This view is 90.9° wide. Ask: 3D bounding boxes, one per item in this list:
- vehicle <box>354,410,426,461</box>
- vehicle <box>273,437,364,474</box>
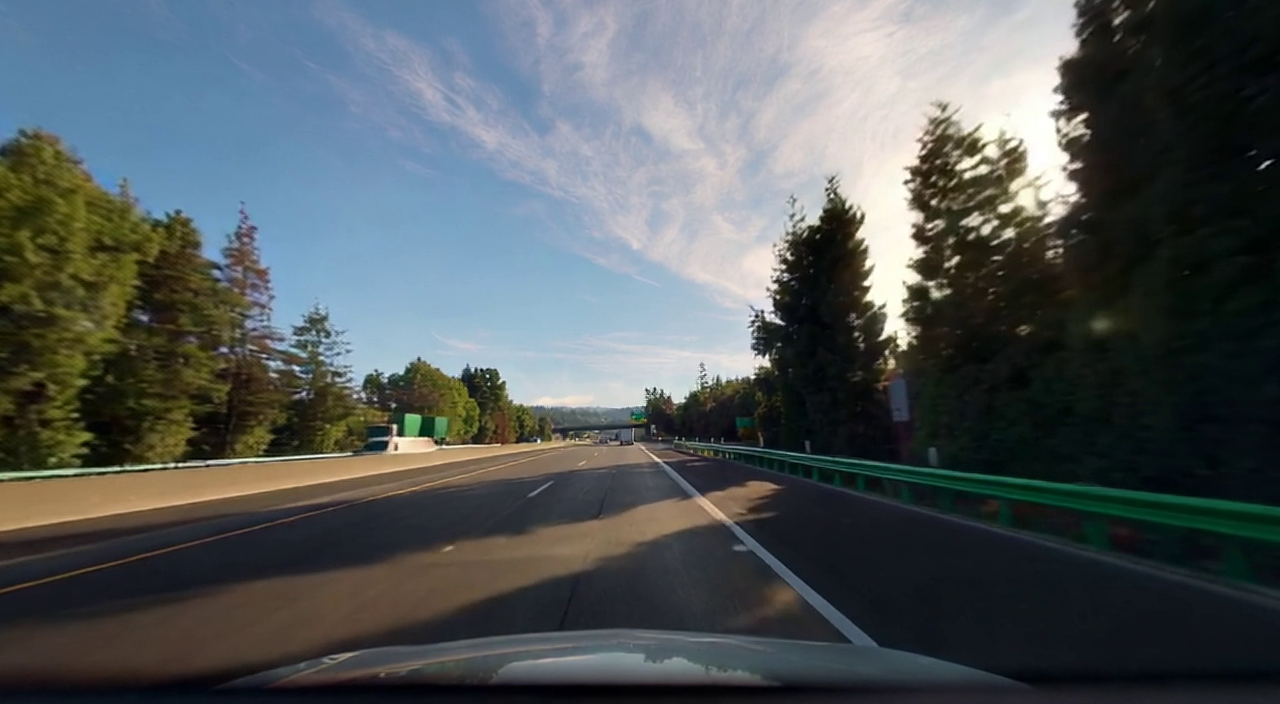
[{"bbox_3d":[-17.921,6.009,45.539,2.903,3.412,5.821,0,-7,-2],"label":"vehicle"},{"bbox_3d":[-13.134,4.233,26.002,1.734,1.379,3.833,0,-7,-1],"label":"vehicle"}]
